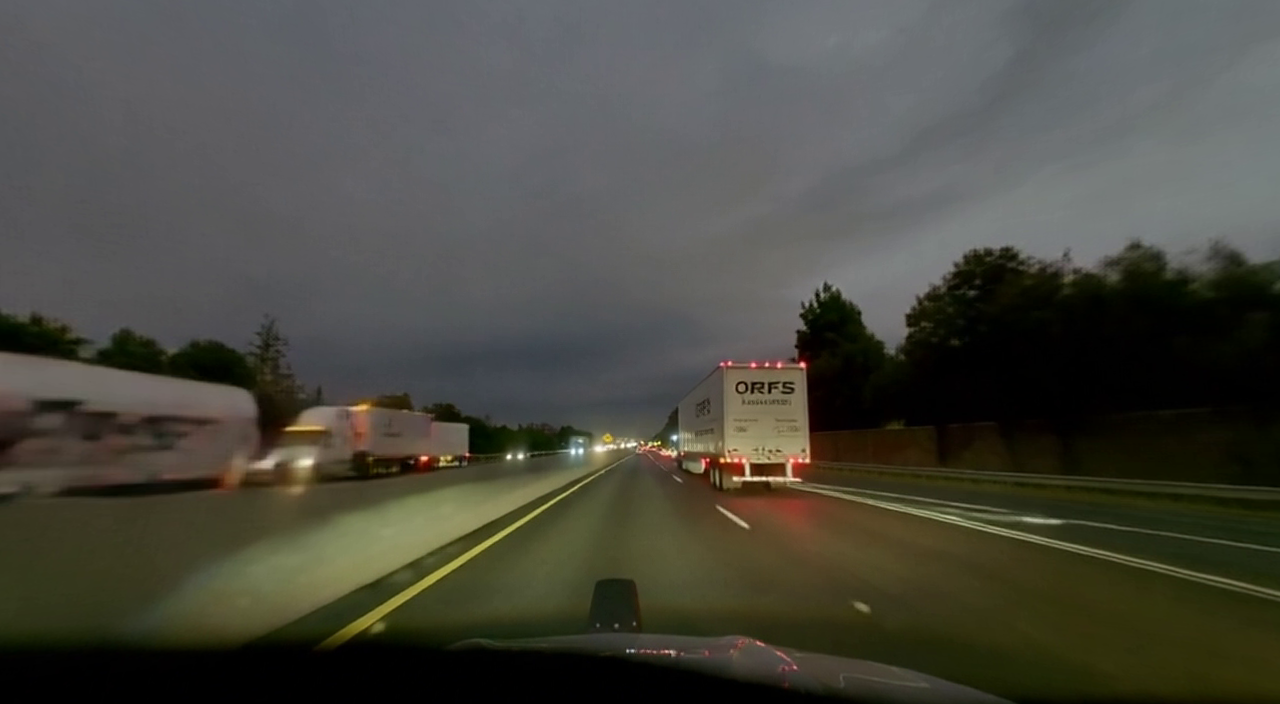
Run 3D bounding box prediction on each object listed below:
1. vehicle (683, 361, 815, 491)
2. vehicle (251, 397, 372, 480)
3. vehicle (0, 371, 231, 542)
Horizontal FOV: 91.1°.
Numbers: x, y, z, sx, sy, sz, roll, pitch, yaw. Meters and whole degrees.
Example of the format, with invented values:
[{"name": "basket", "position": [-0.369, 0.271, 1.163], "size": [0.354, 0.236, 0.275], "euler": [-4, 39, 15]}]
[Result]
[{"name": "vehicle", "position": [3.887, 3.388, 26.711], "size": [2.926, 4.060, 14.068], "euler": [0, -9, -1]}, {"name": "vehicle", "position": [-17.114, 4.638, 33.351], "size": [3.000, 3.983, 5.883], "euler": [0, -9, 1]}, {"name": "vehicle", "position": [-12.746, 2.315, 14.185], "size": [2.790, 3.017, 6.137], "euler": [0, -9, 0]}]
